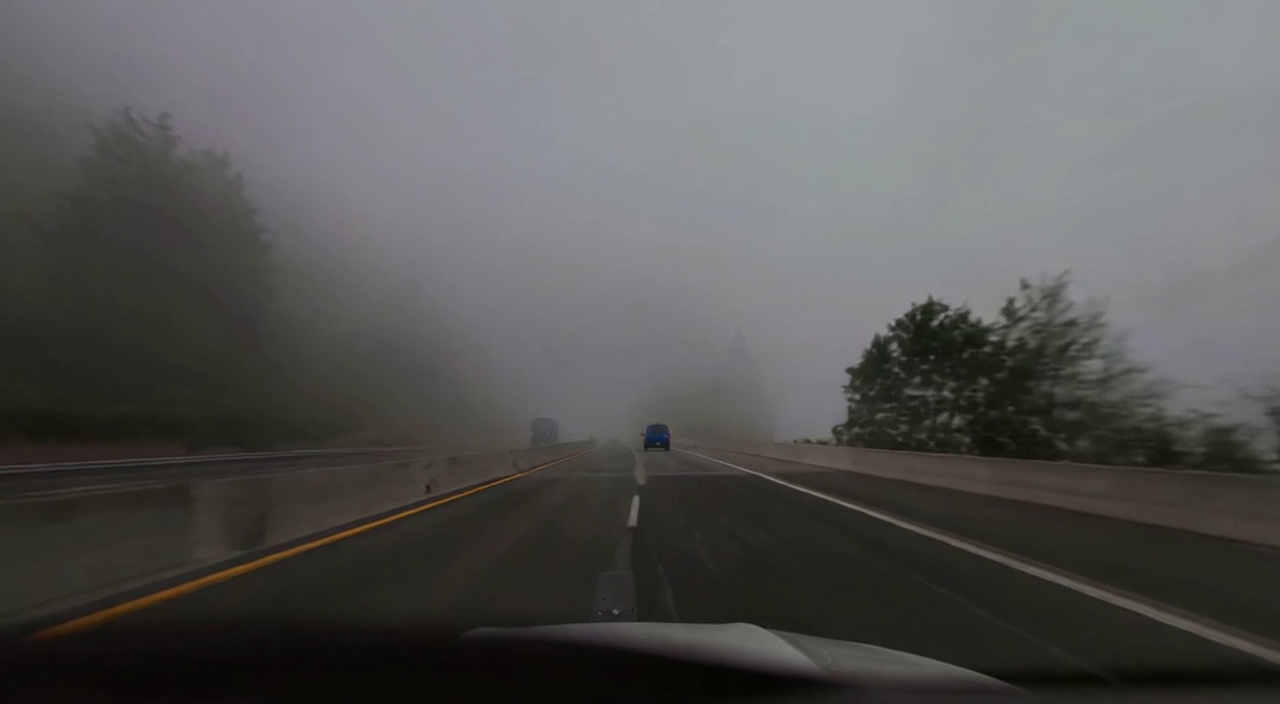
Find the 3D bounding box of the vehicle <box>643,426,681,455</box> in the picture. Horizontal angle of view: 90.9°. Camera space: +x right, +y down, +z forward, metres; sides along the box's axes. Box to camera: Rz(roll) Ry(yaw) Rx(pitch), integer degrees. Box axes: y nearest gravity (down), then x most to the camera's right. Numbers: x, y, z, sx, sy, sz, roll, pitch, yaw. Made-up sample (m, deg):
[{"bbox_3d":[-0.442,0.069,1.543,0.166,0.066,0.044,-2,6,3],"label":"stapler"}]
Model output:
[{"bbox_3d":[1.373,5.796,41.336,2.240,1.801,4.545,0,-8,-2],"label":"vehicle"}]
